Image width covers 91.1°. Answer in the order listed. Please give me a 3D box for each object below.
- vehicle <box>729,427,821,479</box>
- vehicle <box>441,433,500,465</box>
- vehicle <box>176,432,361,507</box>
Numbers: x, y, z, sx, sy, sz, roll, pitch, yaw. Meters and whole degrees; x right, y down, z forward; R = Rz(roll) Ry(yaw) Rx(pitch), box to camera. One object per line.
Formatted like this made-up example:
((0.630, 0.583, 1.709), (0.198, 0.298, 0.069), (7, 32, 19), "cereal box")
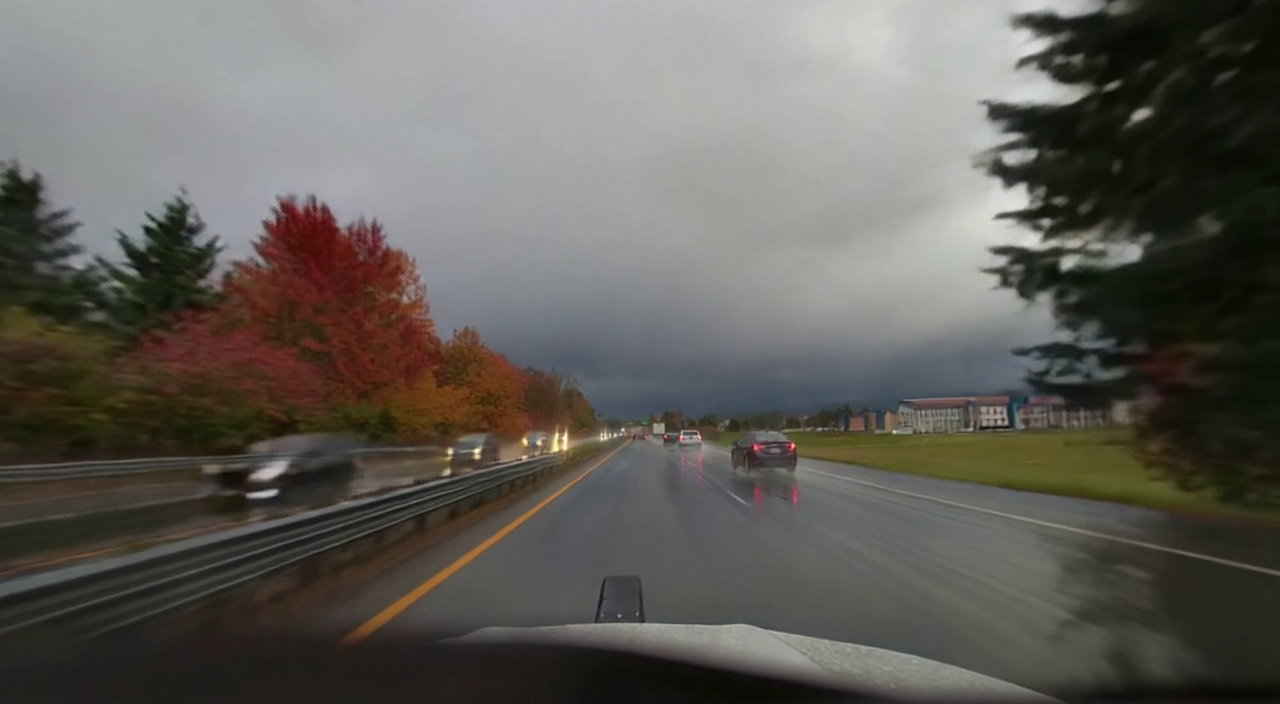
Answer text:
((4.294, 3.285, 20.678), (2.024, 1.516, 4.197), (0, -8, -1), "vehicle")
((-8.730, 5.046, 32.756), (1.896, 1.530, 4.235), (0, -8, 0), "vehicle")
((-8.598, 2.722, 15.076), (1.861, 1.504, 4.286), (0, -8, -1), "vehicle")
